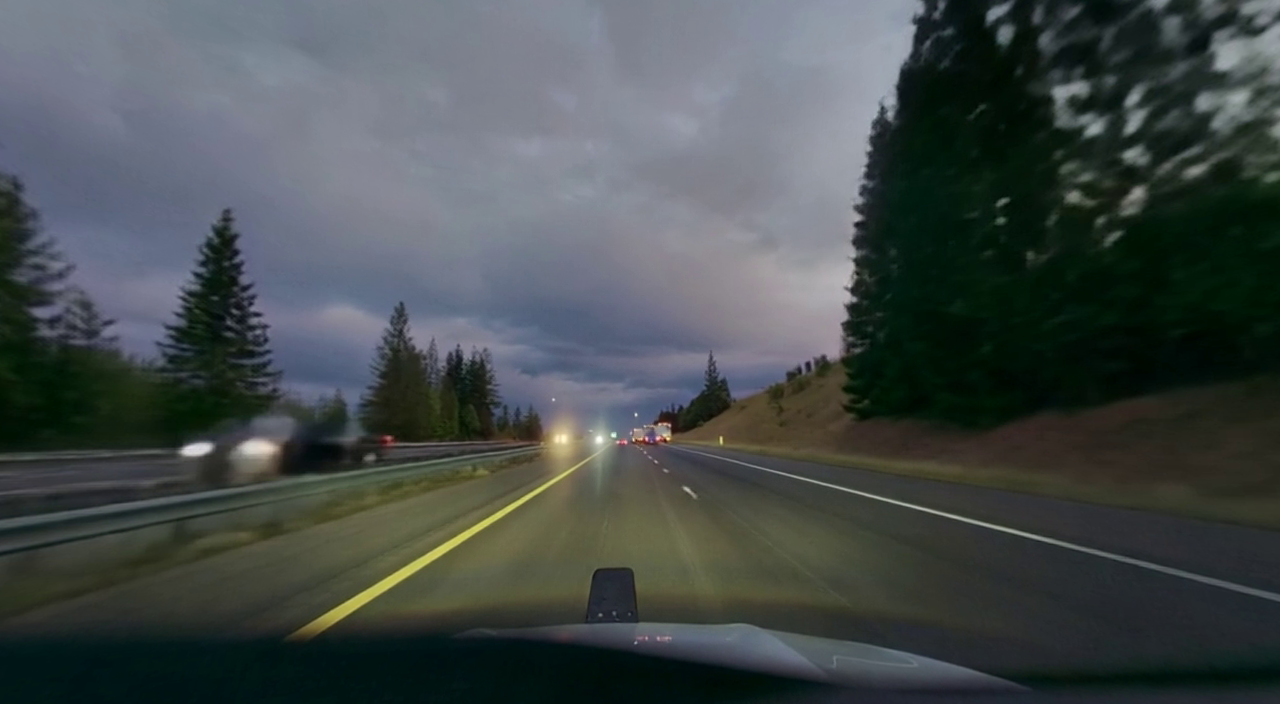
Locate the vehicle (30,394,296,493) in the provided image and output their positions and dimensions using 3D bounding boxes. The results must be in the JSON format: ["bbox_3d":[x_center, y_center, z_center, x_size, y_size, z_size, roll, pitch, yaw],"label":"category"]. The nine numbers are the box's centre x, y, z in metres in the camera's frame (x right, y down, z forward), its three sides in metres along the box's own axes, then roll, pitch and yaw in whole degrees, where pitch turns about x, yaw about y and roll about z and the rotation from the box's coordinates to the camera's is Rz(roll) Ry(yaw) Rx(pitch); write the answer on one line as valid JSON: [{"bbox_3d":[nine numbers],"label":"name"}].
[{"bbox_3d":[-8.784,1.739,12.208,1.925,1.581,4.138,0,-8,-1],"label":"vehicle"}]
